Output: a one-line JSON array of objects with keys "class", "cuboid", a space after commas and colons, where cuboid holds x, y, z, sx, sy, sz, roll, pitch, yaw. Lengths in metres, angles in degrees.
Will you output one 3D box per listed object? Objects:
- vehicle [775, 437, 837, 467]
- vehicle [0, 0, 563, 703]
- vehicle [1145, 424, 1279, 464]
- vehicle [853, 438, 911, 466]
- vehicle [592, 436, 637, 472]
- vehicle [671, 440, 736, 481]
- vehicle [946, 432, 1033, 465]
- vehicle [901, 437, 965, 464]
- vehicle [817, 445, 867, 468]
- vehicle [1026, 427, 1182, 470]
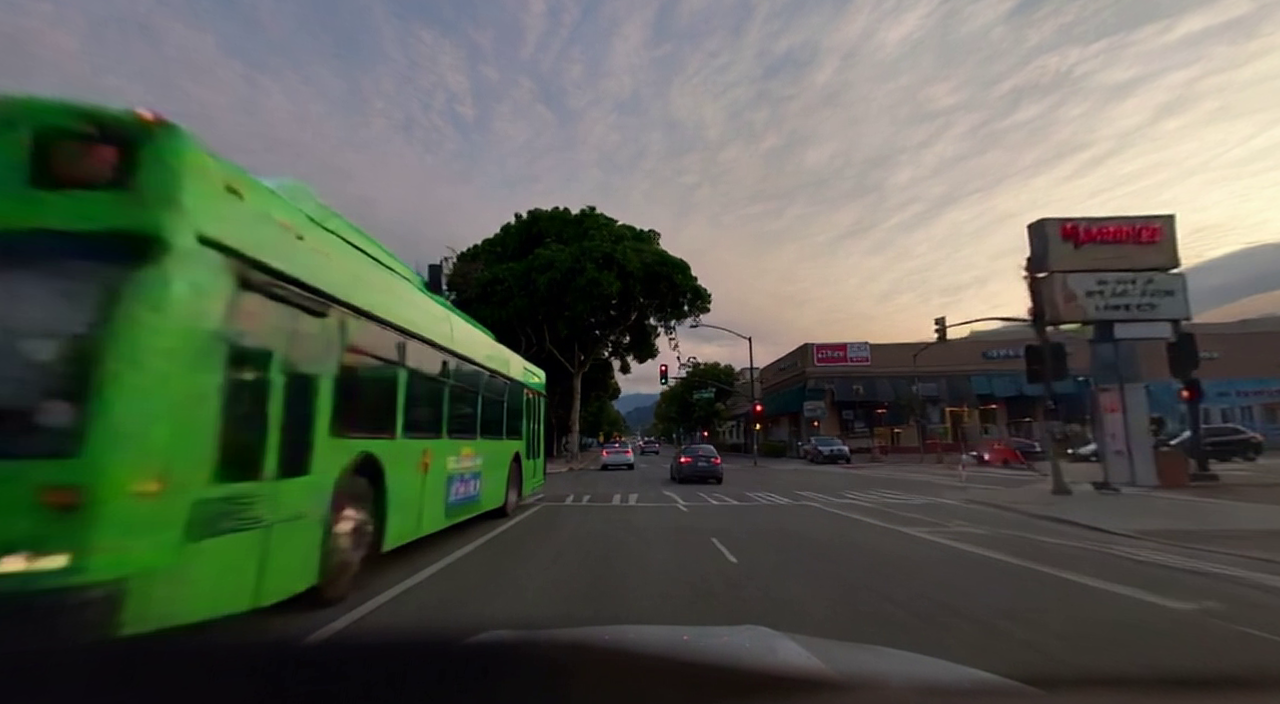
[{"class": "vehicle", "cuboid": [11.056, 6.714, 42.418, 2.304, 1.907, 4.844, 1, -9, -8]}, {"class": "vehicle", "cuboid": [-3.629, 1.130, 9.313, 3.018, 3.217, 13.998, 0, -8, 1]}, {"class": "vehicle", "cuboid": [35.274, 5.645, 38.714, 6.271, 2.145, 2.510, -2, -8, -1]}, {"class": "vehicle", "cuboid": [16.341, 6.776, 42.874, 2.020, 1.796, 4.600, 0, -8, -2]}, {"class": "vehicle", "cuboid": [-1.390, 5.513, 34.315, 2.301, 1.837, 4.411, 0, -8, -2]}, {"class": "vehicle", "cuboid": [2.522, 4.447, 26.136, 2.046, 1.540, 3.883, 1, -8, -4]}, {"class": "vehicle", "cuboid": [23.392, 6.428, 42.489, 2.384, 1.959, 5.372, -2, -7, -6]}, {"class": "vehicle", "cuboid": [19.749, 6.662, 42.684, 2.143, 1.731, 4.290, 1, -8, -2]}, {"class": "vehicle", "cuboid": [13.523, 6.996, 42.346, 1.860, 1.443, 3.772, 0, -8, -5]}, {"class": "vehicle", "cuboid": [22.482, 4.684, 30.736, 5.766, 2.002, 2.298, 0, -9, -1]}]
